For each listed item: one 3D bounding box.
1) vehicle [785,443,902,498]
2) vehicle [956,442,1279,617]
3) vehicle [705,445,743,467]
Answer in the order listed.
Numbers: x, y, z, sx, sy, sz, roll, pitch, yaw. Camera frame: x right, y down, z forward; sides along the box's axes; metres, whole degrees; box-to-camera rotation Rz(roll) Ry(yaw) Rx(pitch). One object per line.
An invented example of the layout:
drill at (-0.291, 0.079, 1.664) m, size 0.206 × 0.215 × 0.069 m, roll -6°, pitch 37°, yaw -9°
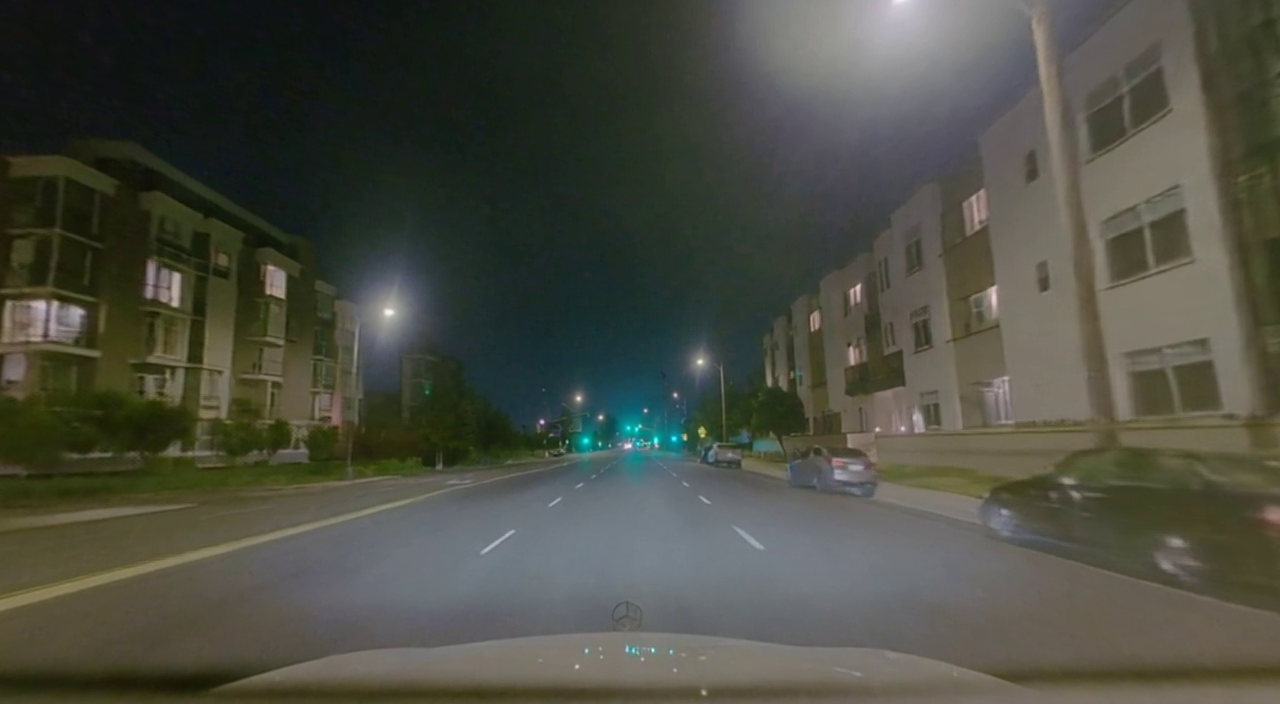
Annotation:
vehicle at (6.130, 3.607, 19.732) m, size 1.944 × 1.478 × 4.885 m, roll 0°, pitch -9°, yaw -1°
vehicle at (6.180, 1.826, 7.713) m, size 2.013 × 1.408 × 5.011 m, roll 0°, pitch -9°, yaw -1°
vehicle at (6.168, 7.687, 47.018) m, size 1.948 × 1.526 × 4.518 m, roll 0°, pitch -9°, yaw -4°
